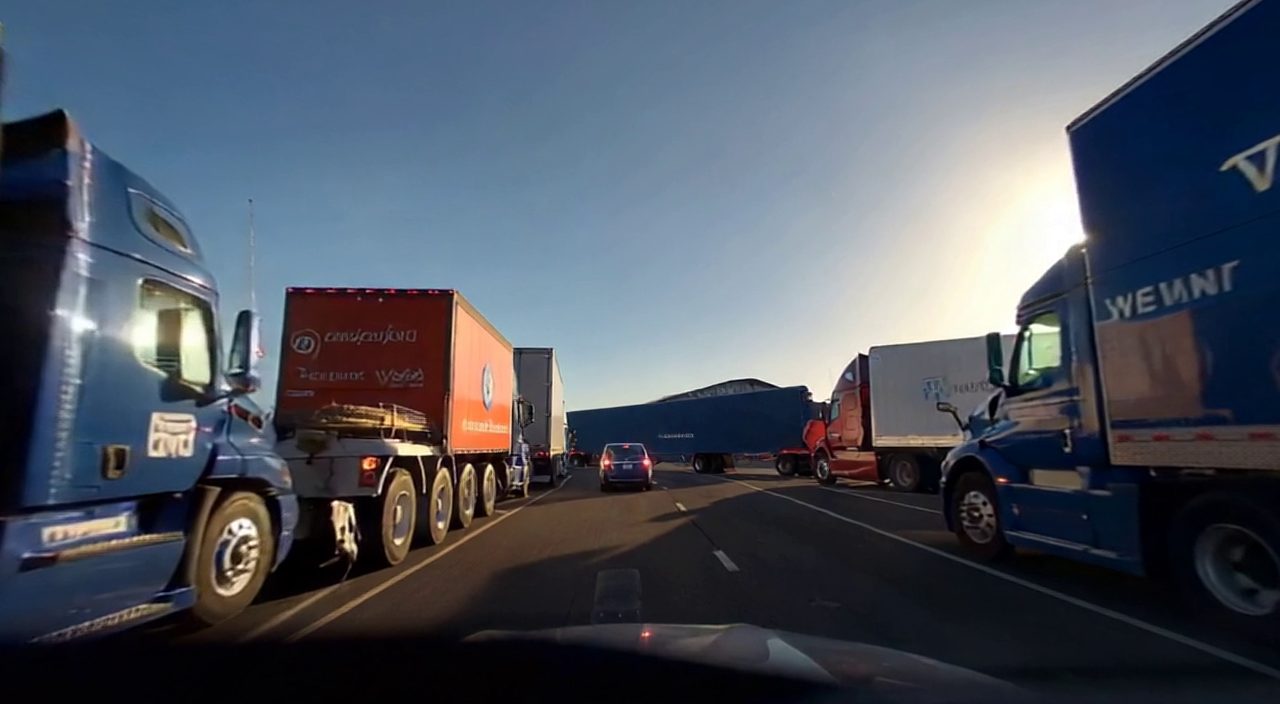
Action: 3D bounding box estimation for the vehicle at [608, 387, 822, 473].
[{"bbox_3d":[3.518,4.502,36.659,2.877,4.124,14.516,2,-7,-38],"label":"vehicle"}]

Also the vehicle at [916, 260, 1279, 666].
[{"bbox_3d":[5.144,0.891,5.267,2.570,2.439,6.392,0,-9,-1],"label":"vehicle"}]

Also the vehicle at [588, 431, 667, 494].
[{"bbox_3d":[-0.397,3.318,19.055,2.140,1.682,3.971,0,-9,-1],"label":"vehicle"}]

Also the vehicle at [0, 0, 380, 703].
[{"bbox_3d":[-3.956,0.190,2.769,2.844,3.085,6.941,0,-9,-2],"label":"vehicle"}]
